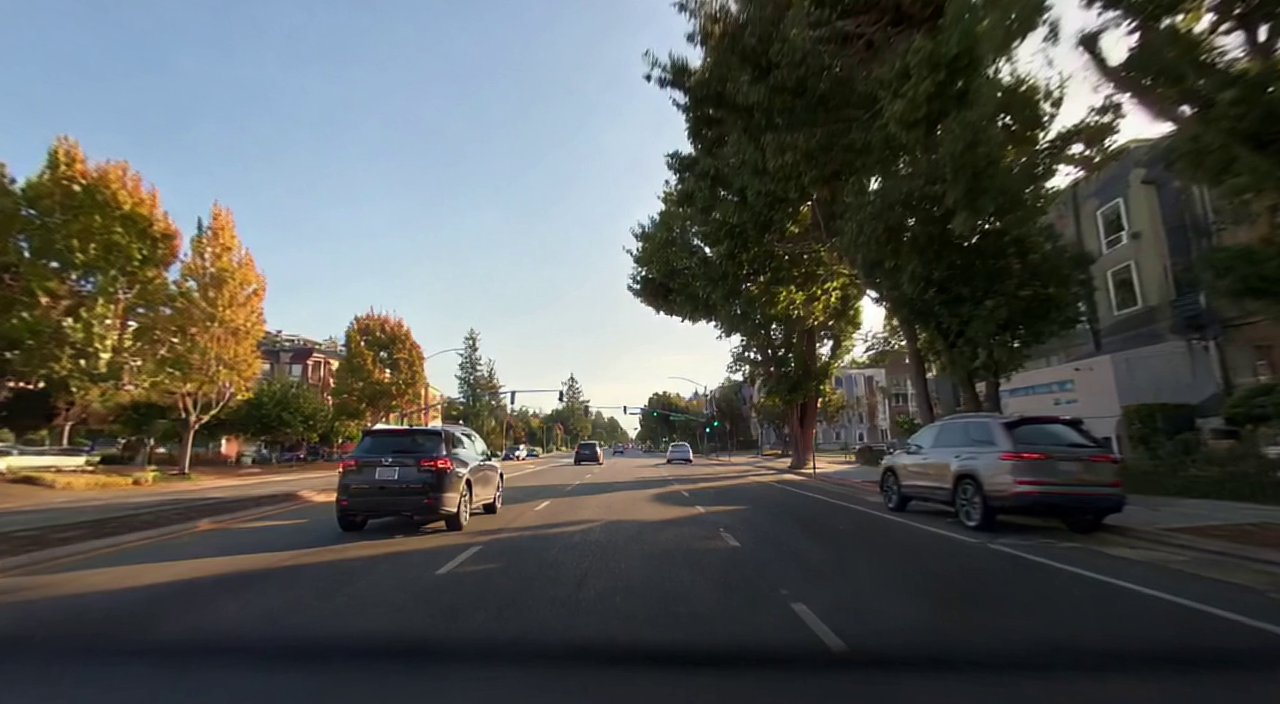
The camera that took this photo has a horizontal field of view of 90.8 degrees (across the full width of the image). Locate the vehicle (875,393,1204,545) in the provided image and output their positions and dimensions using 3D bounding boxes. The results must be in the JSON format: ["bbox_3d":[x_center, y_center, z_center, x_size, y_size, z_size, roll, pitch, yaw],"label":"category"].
[{"bbox_3d":[6.970,2.154,12.332,2.521,2.108,6.111,2,-8,1],"label":"vehicle"}]

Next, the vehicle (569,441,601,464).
[{"bbox_3d":[-4.219,7.812,49.417,2.083,1.685,4.069,0,-8,1],"label":"vehicle"}]

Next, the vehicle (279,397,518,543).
[{"bbox_3d":[-3.807,1.999,11.295,2.225,1.984,5.168,0,-8,0],"label":"vehicle"}]

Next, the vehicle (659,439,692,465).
[{"bbox_3d":[2.528,7.214,45.625,2.018,1.719,4.369,0,-8,-2],"label":"vehicle"}]
